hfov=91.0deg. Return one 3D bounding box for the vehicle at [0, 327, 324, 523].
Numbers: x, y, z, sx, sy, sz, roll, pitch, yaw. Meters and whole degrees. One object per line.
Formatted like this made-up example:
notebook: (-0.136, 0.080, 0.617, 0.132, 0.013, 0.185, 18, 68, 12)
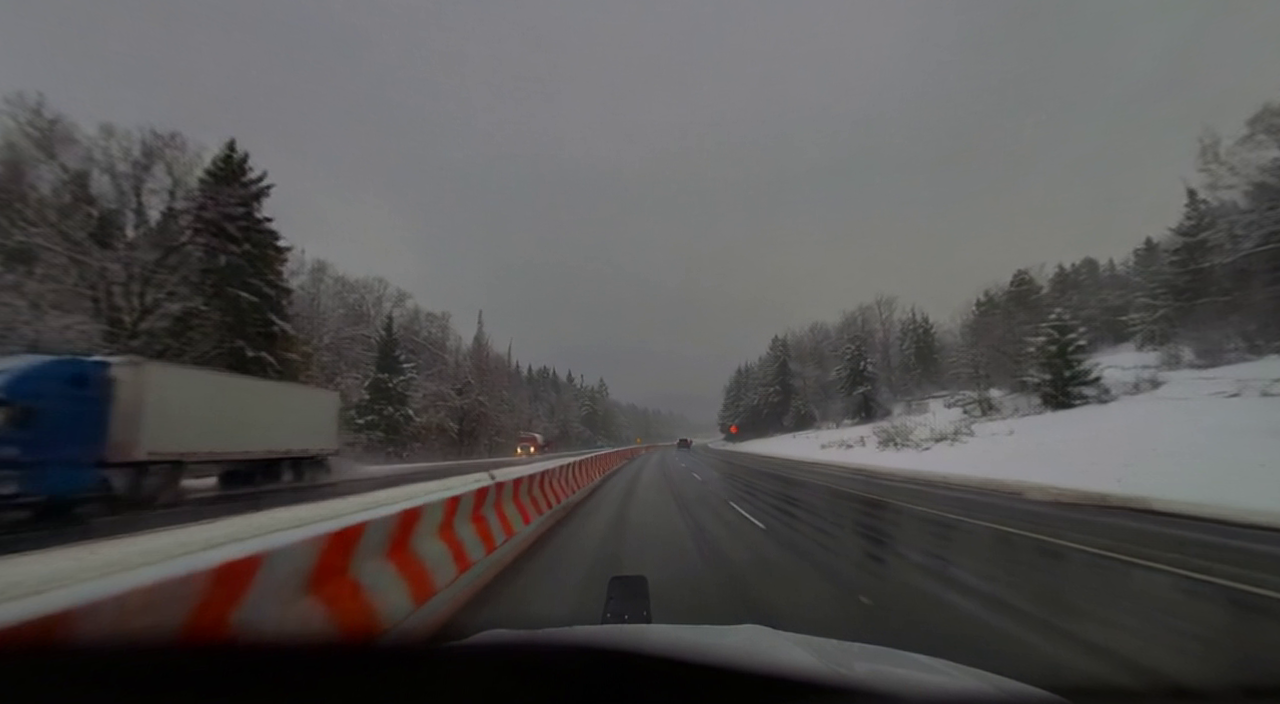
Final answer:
vehicle: (-14.913, 2.425, 19.262, 3.100, 4.065, 13.948, 0, -8, 1)
